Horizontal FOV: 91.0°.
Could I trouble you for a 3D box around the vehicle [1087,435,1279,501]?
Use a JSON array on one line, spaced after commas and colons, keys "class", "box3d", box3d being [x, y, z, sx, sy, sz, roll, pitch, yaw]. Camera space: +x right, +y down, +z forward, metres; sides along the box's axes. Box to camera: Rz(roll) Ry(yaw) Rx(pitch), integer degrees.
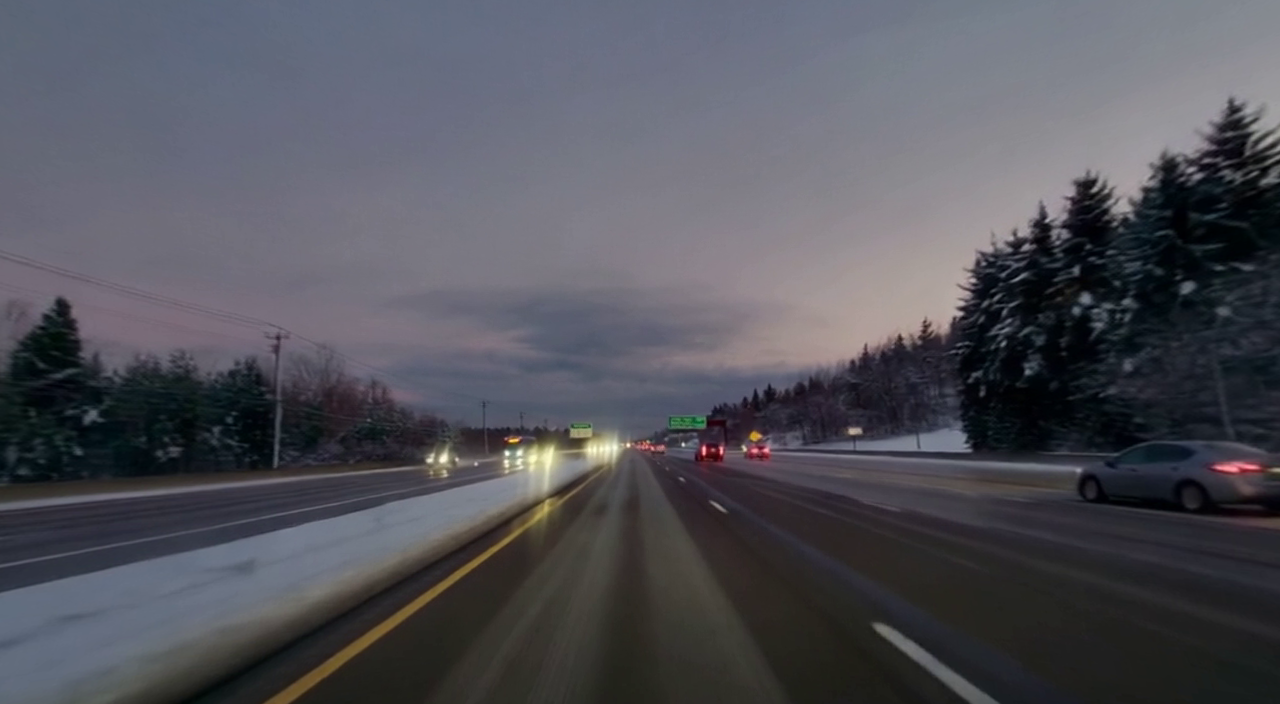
[{"class": "vehicle", "box3d": [14.660, 3.008, 16.747, 2.089, 1.484, 4.573, 0, -9, -1]}]
